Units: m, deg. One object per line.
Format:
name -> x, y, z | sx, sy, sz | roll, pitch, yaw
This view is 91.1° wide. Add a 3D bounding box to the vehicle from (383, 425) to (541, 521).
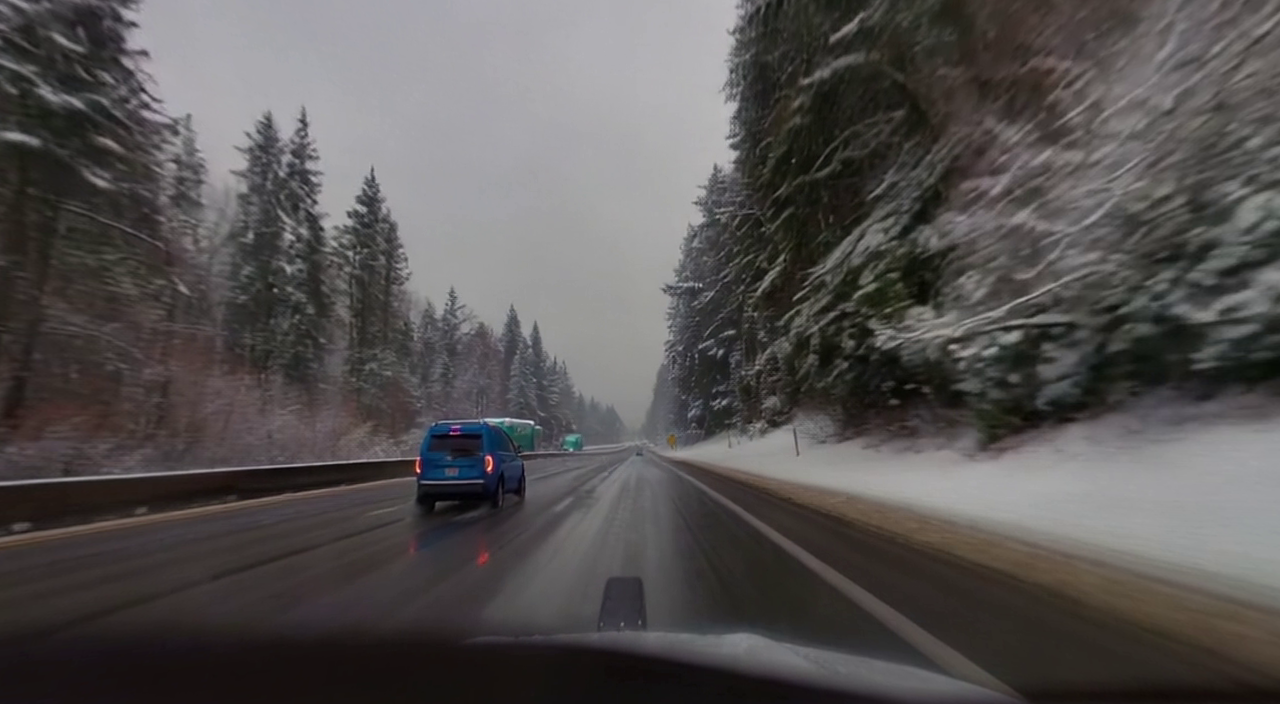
vehicle -> -3.668, 2.577, 13.959 | 2.084, 1.752, 4.479 | -1, -8, 1
